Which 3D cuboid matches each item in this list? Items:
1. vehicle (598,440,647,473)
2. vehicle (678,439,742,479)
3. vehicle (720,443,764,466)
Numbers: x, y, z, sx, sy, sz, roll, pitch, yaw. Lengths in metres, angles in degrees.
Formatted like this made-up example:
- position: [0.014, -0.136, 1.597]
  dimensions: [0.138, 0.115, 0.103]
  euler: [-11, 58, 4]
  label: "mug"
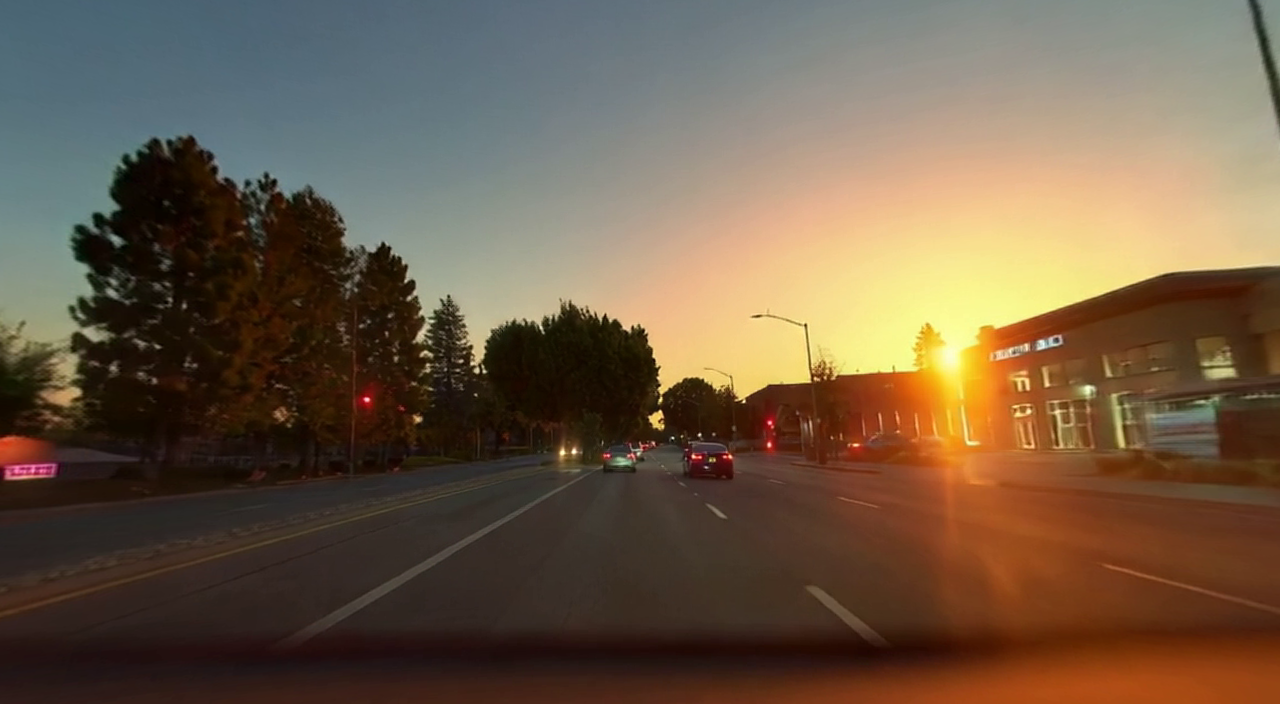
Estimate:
- position: [-0.800, 5.097, 31.047]
  dimensions: [2.242, 1.474, 4.127]
  euler: [0, -8, 0]
  label: "vehicle"
- position: [2.831, 4.448, 26.617]
  dimensions: [2.057, 1.491, 4.675]
  euler: [0, -8, -1]
  label: "vehicle"
- position: [6.336, 6.399, 39.637]
  dimensions: [2.068, 1.393, 3.874]
  euler: [0, -8, -1]
  label: "vehicle"
